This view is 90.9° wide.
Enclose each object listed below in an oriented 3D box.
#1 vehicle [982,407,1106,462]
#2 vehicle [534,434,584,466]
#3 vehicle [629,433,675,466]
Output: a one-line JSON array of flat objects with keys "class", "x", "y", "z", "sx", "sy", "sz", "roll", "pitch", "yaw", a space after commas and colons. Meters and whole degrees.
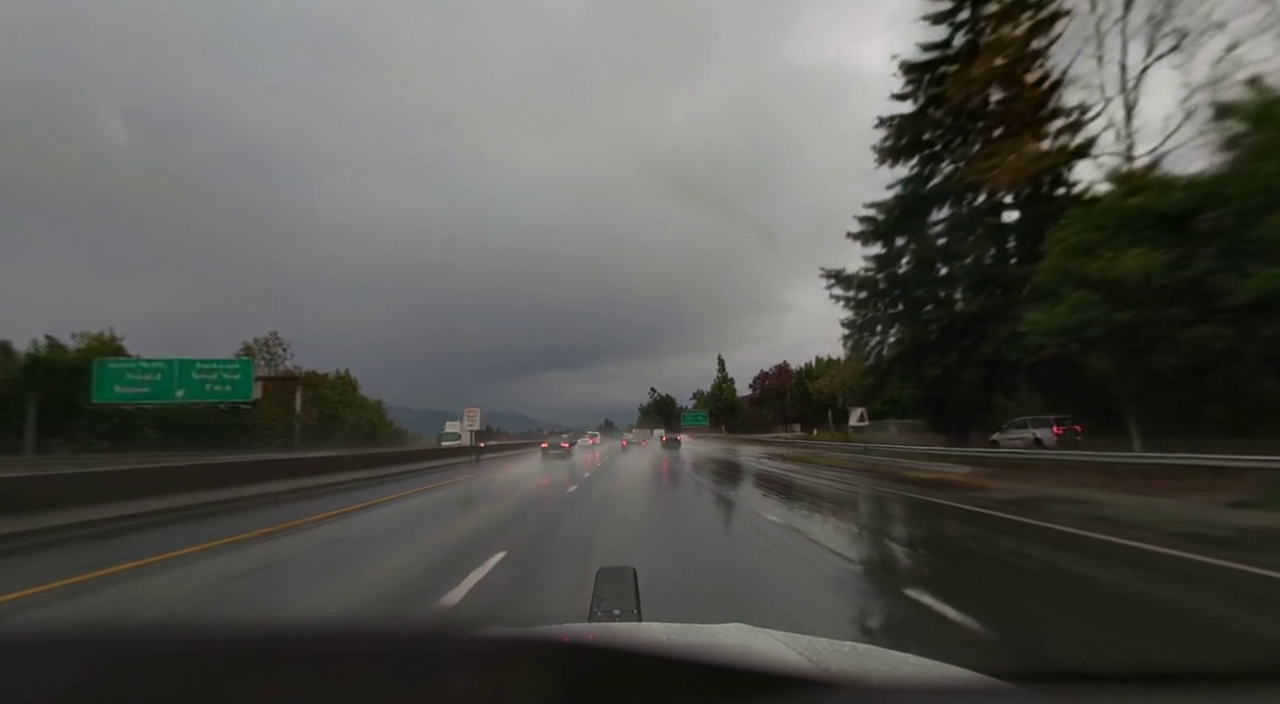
[{"class": "vehicle", "x": 20.321, "y": 4.227, "z": 32.185, "sx": 2.232, "sy": 2.540, "sz": 6.015, "roll": 0, "pitch": -8, "yaw": -1}, {"class": "vehicle", "x": -3.995, "y": 4.908, "z": 31.632, "sx": 2.014, "sy": 1.471, "sz": 4.380, "roll": 0, "pitch": -8, "yaw": -1}, {"class": "vehicle", "x": 0.531, "y": 4.888, "z": 31.836, "sx": 2.086, "sy": 1.554, "sz": 3.875, "roll": 0, "pitch": -8, "yaw": -2}]
